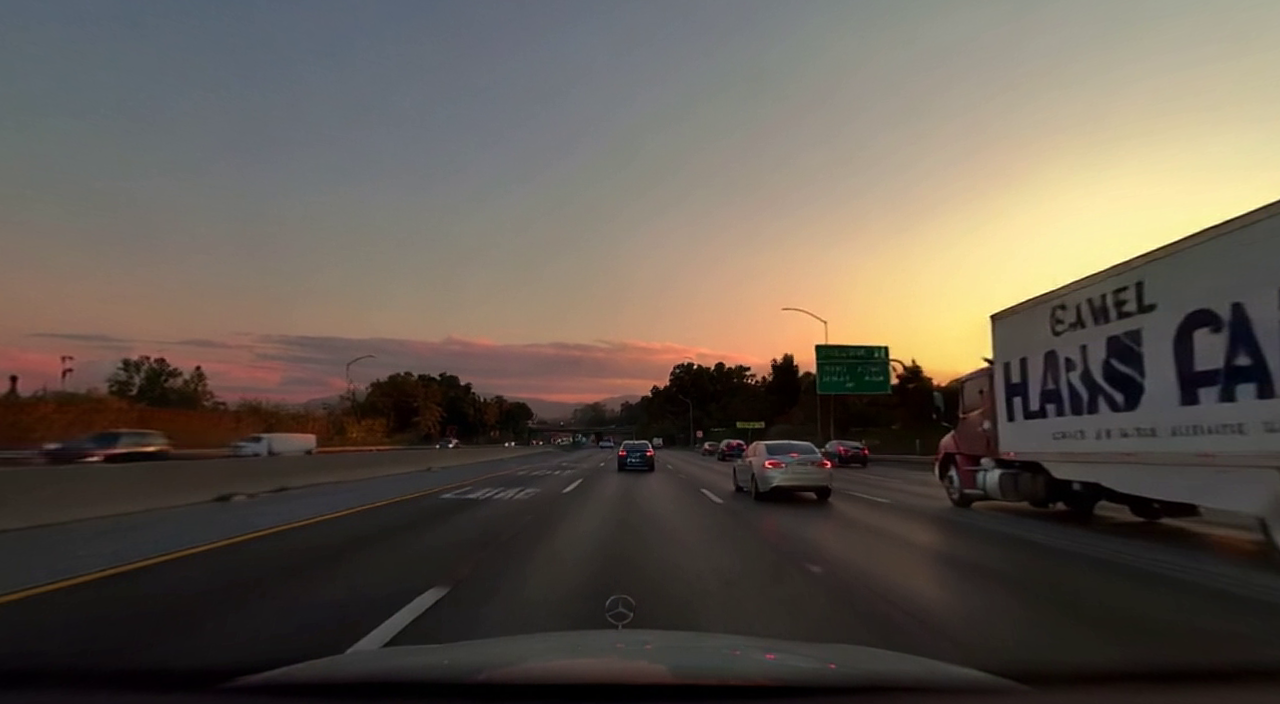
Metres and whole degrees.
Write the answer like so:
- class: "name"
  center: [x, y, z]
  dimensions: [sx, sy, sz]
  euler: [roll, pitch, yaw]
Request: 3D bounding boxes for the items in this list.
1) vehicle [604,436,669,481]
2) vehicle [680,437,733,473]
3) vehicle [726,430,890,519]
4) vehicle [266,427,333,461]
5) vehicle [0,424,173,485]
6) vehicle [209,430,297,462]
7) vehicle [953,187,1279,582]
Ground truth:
- class: "vehicle"
  center: [-0.143, 3.786, 22.707]
  dimensions: [2.098, 1.475, 3.997]
  euler: [0, -8, -1]
- class: "vehicle"
  center: [2.936, 4.656, 28.758]
  dimensions: [1.856, 1.517, 4.198]
  euler: [0, -8, -2]
- class: "vehicle"
  center: [3.216, 2.466, 13.301]
  dimensions: [1.993, 1.504, 4.781]
  euler: [0, -8, -2]
- class: "vehicle"
  center: [-26.162, 7.117, 48.776]
  dimensions: [2.546, 2.417, 4.759]
  euler: [0, -8, -1]
- class: "vehicle"
  center: [-17.690, 3.215, 20.110]
  dimensions: [2.149, 1.701, 4.541]
  euler: [0, -8, -1]
- class: "vehicle"
  center: [-25.978, 6.376, 42.755]
  dimensions: [2.324, 2.010, 5.937]
  euler: [0, -8, -1]
- class: "vehicle"
  center: [7.360, 0.520, 7.354]
  dimensions: [2.799, 3.655, 8.627]
  euler: [0, -9, -1]
